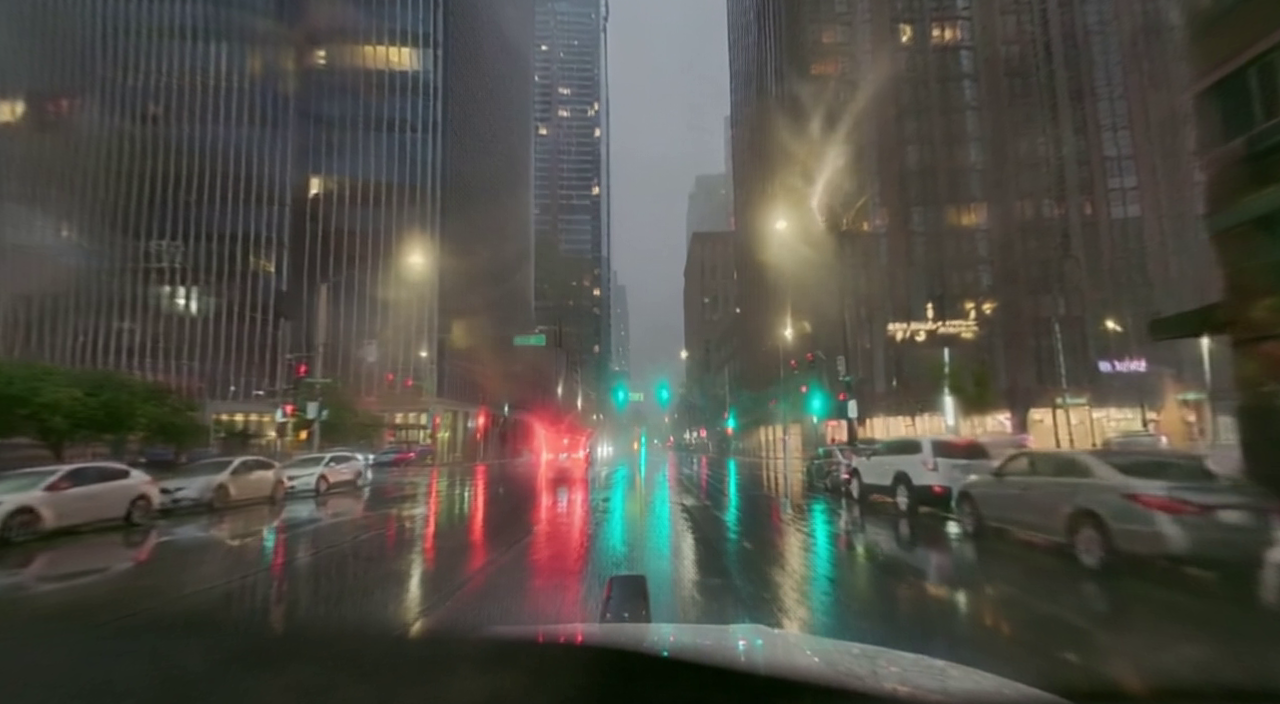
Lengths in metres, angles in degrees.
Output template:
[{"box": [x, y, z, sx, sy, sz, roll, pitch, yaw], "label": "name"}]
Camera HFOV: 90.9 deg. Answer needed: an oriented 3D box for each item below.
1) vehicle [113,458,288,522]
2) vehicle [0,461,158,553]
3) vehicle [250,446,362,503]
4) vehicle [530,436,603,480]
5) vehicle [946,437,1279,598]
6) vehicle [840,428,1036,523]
[{"box": [-12.204, 3.810, 17.965, 1.808, 1.475, 4.550, 0, -8, -2], "label": "vehicle"}, {"box": [-12.244, 3.053, 12.732, 1.845, 1.493, 4.107, -2, -8, -2], "label": "vehicle"}, {"box": [-12.132, 4.416, 23.245, 1.890, 1.781, 4.331, -3, -8, -2], "label": "vehicle"}, {"box": [-2.610, 3.940, 23.674, 2.014, 1.480, 4.780, 0, -8, 2], "label": "vehicle"}, {"box": [5.893, 1.864, 8.103, 1.760, 1.471, 4.453, 0, -8, 1], "label": "vehicle"}, {"box": [6.083, 2.562, 13.697, 1.918, 1.674, 4.779, 0, -8, 0], "label": "vehicle"}]
